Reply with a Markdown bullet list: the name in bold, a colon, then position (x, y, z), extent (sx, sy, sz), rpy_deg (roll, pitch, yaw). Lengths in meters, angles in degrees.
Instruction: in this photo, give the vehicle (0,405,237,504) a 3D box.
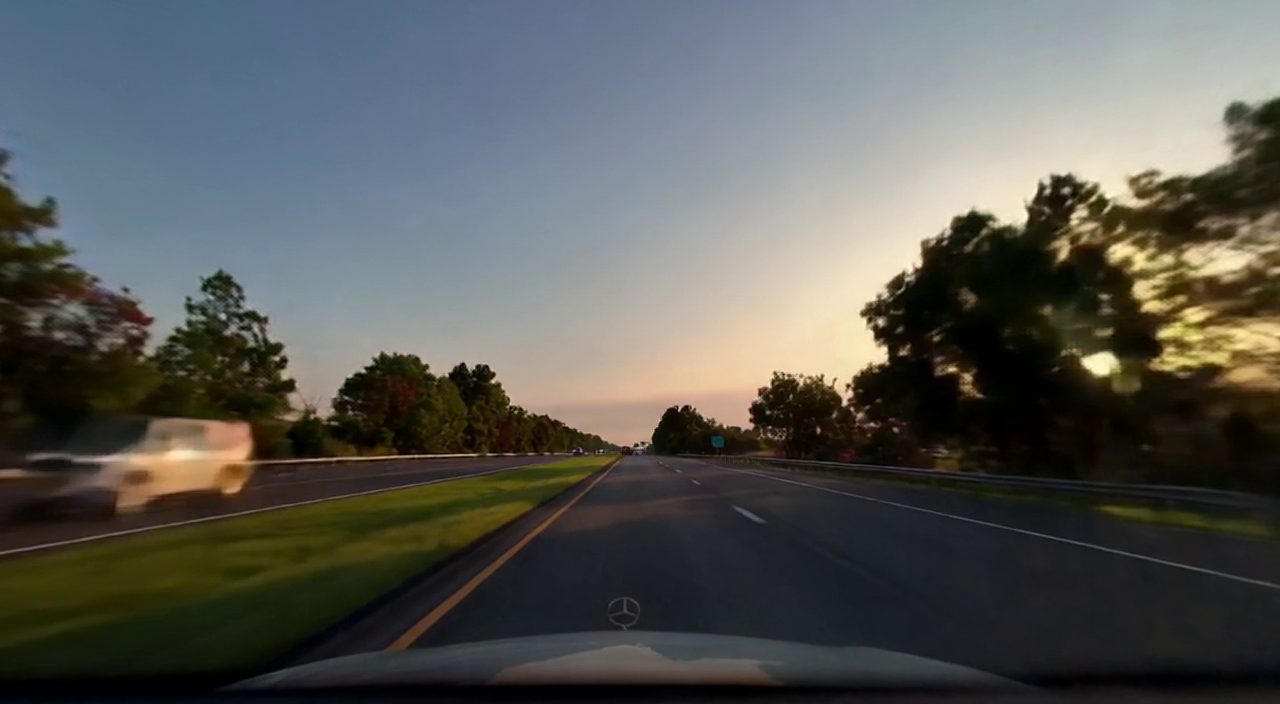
- **vehicle**: position (-12.160, 2.369, 14.741), extent (2.133, 1.882, 5.138), rpy_deg (0, -9, -1)
